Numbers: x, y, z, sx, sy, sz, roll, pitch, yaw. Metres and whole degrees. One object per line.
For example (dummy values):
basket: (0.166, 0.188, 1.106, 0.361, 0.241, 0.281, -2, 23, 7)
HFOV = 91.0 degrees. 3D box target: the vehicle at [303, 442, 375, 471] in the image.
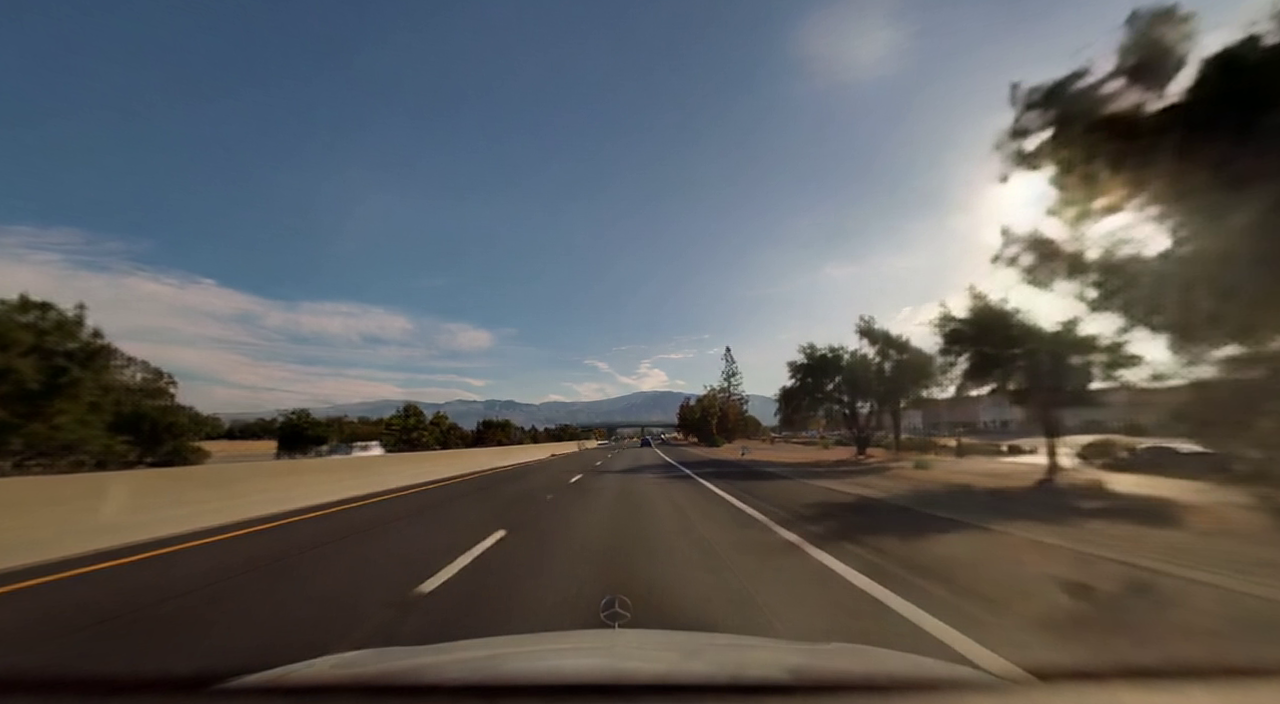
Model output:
vehicle: (-16.657, 5.759, 35.066, 1.858, 1.464, 4.410, 0, -8, 0)
